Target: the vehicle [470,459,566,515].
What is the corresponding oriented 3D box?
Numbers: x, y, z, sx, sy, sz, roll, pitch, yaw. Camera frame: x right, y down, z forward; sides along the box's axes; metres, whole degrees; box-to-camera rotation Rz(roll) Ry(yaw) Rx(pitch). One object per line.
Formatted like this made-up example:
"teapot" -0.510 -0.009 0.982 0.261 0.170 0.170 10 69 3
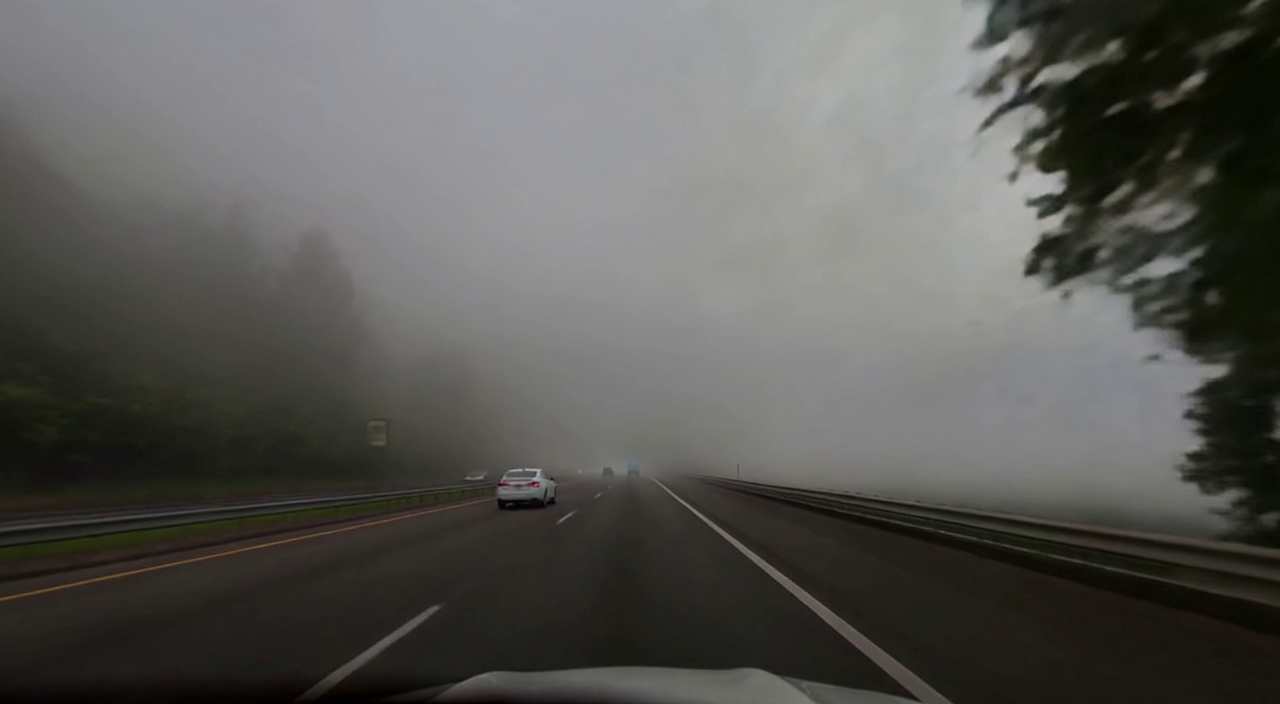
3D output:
"vehicle" -3.675 4.220 19.992 2.006 1.516 4.820 1 -11 1
